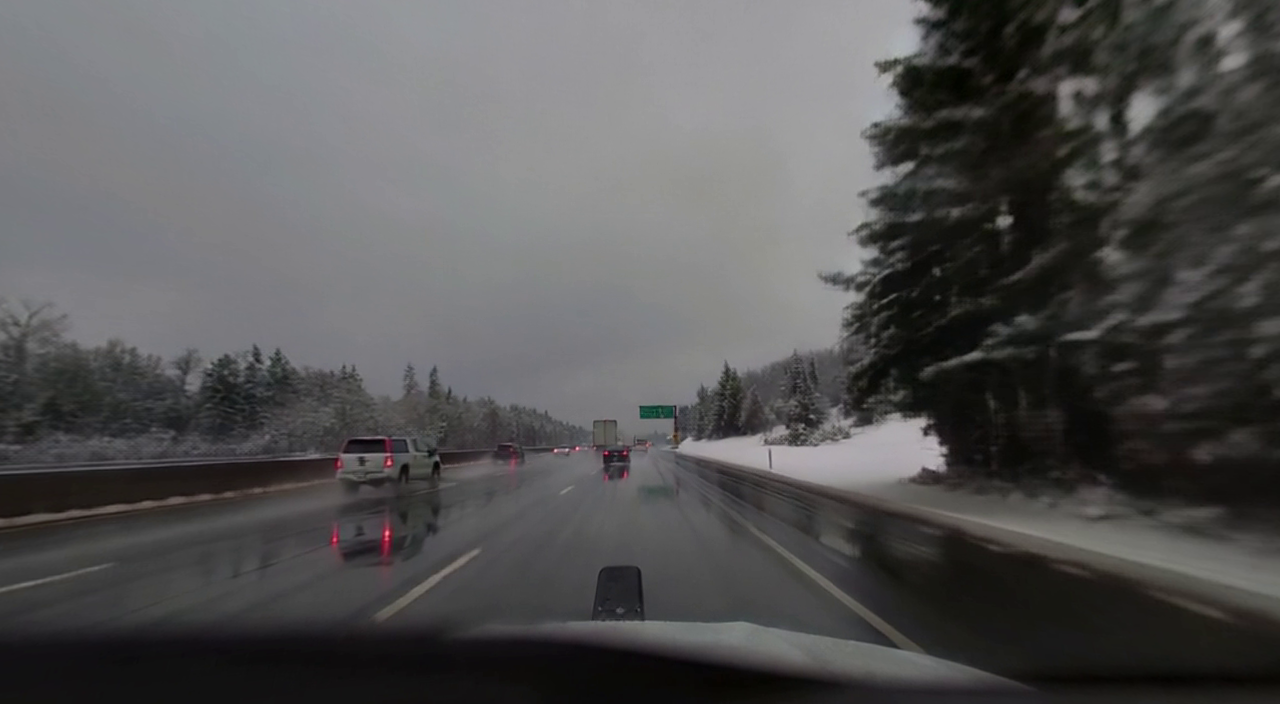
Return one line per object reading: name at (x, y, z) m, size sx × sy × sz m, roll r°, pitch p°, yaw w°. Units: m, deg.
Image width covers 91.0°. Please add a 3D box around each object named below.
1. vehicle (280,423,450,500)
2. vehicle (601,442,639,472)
vehicle at (-7.337, 2.987, 17.665) m, size 2.115 × 1.778 × 5.572 m, roll 0°, pitch -8°, yaw 1°
vehicle at (-1.040, 5.794, 34.994) m, size 1.931 × 1.528 × 4.126 m, roll 0°, pitch -8°, yaw 1°
